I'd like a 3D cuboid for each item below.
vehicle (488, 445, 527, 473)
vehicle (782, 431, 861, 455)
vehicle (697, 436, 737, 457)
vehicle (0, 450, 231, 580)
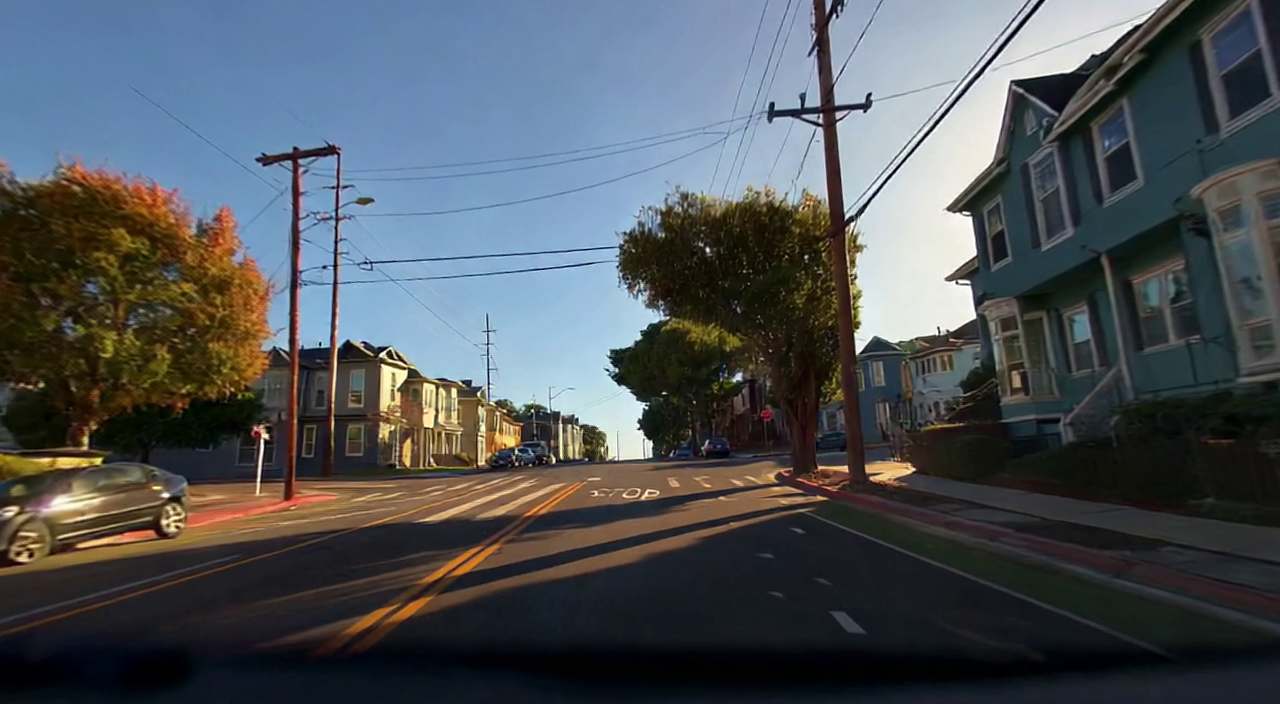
[{"bbox_3d":[-9.385,7.572,45.053,1.900,1.683,4.486,-5,-8,-4],"label":"vehicle"},{"bbox_3d":[11.471,5.758,40.064,4.336,1.424,1.954,1,-9,-9],"label":"vehicle"},{"bbox_3d":[5.664,7.017,46.955,2.059,1.502,4.824,0,-8,-4],"label":"vehicle"},{"bbox_3d":[-8.912,2.421,9.904,1.984,1.465,4.622,-5,-7,0],"label":"vehicle"}]
